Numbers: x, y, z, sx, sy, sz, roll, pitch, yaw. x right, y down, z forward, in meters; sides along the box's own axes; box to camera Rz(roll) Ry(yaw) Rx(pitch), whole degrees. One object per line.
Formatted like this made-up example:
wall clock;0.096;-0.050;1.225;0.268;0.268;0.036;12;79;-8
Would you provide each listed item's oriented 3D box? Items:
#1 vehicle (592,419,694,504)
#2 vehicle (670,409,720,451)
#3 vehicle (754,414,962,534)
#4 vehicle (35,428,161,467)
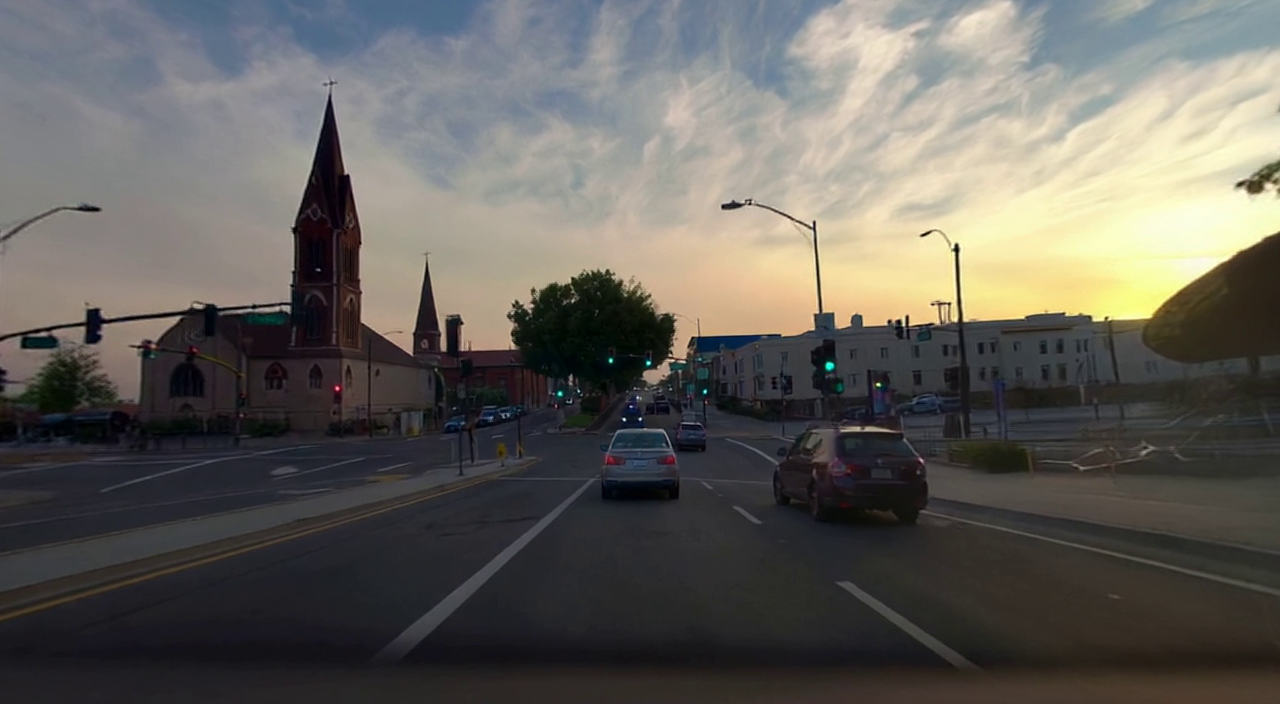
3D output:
vehicle;0.130;2.640;15.559;2.168;1.776;4.135;0;-8;2
vehicle;3.062;4.408;36.432;2.228;1.922;5.335;0;-2;-2
vehicle;3.624;2.135;11.643;2.080;1.735;4.650;0;-8;-1
vehicle;-30.225;5.312;35.382;4.955;1.828;2.268;0;-3;-3
